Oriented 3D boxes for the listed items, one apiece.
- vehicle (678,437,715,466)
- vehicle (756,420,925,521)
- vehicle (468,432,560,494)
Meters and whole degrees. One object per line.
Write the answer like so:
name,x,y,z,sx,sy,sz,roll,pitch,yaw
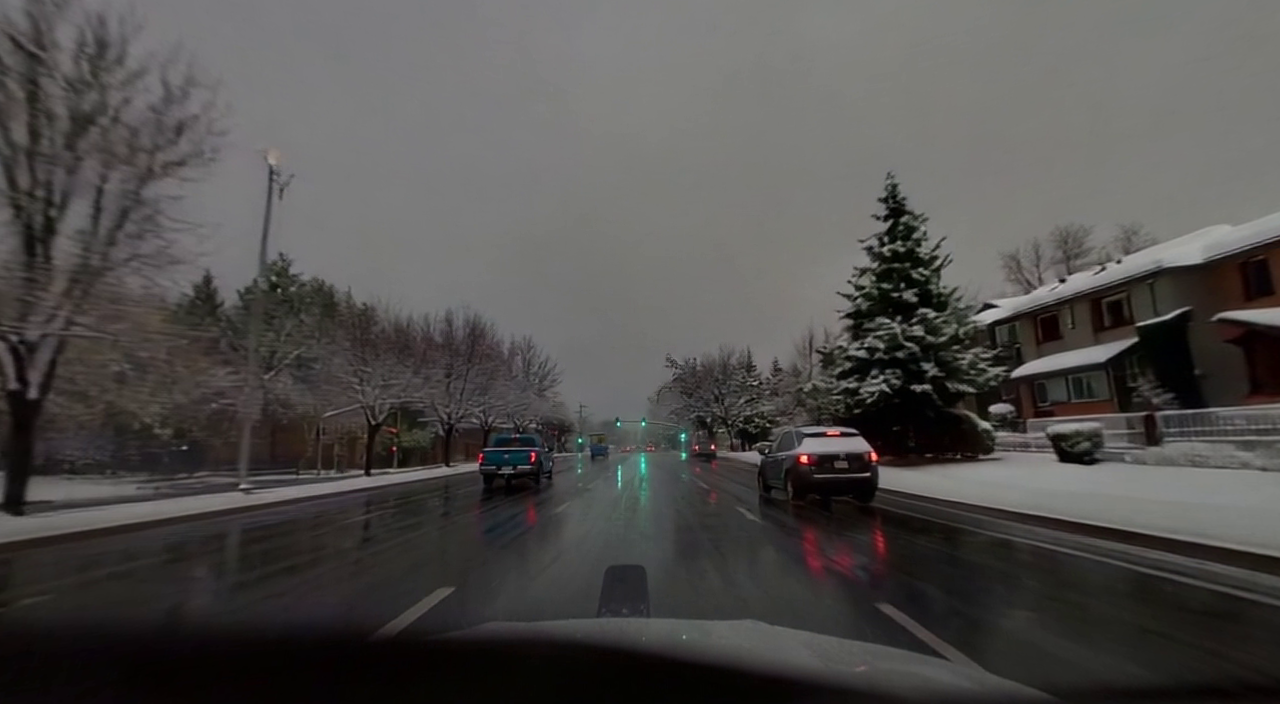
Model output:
vehicle,4.140,7.361,46.817,2.321,1.957,5.037,0,-8,1
vehicle,3.890,2.386,13.177,2.016,1.736,4.356,0,-8,-1
vehicle,-3.920,3.532,20.494,2.002,1.747,4.728,0,-8,0
